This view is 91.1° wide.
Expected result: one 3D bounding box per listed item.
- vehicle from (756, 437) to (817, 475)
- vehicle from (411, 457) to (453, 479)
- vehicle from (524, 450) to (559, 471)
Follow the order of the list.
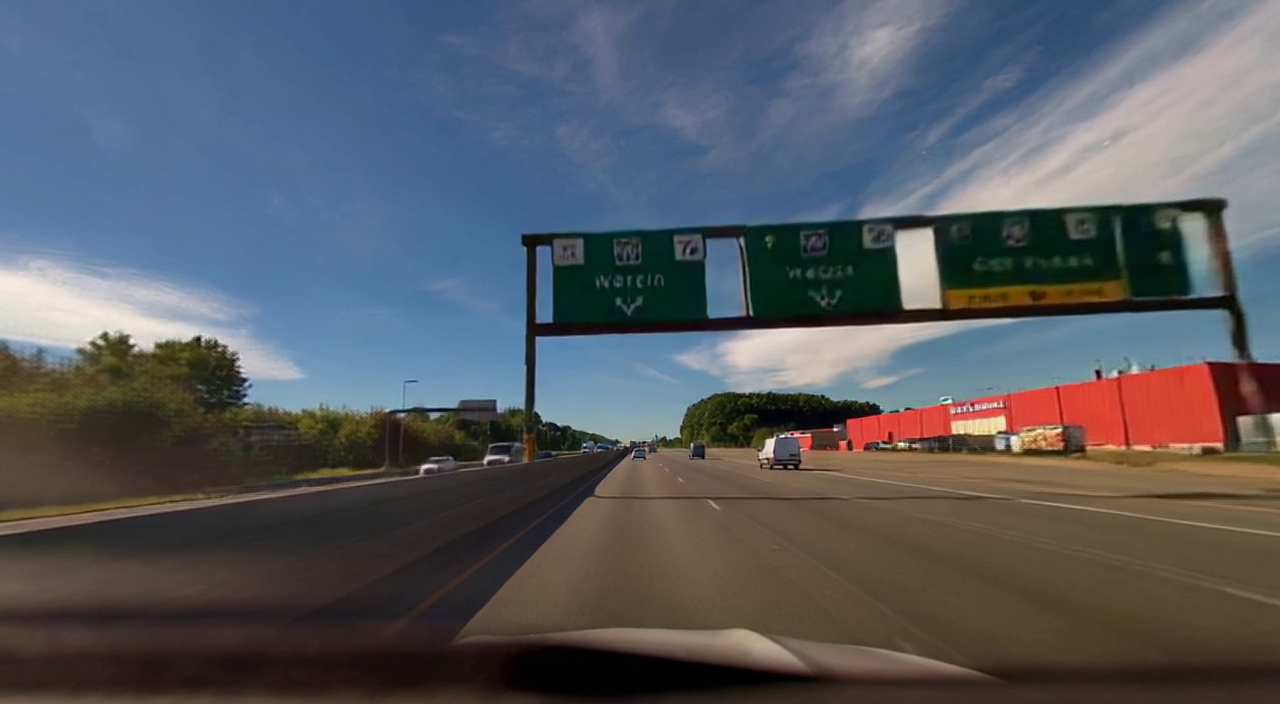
[{"bbox_3d":[8.017,5.757,34.980,2.156,1.943,5.010,0,-9,0],"label":"vehicle"},{"bbox_3d":[-15.931,8.874,48.347,1.862,1.517,4.136,0,-9,0],"label":"vehicle"},{"bbox_3d":[-7.545,8.351,48.690,1.971,1.520,4.310,-1,-9,1],"label":"vehicle"}]
